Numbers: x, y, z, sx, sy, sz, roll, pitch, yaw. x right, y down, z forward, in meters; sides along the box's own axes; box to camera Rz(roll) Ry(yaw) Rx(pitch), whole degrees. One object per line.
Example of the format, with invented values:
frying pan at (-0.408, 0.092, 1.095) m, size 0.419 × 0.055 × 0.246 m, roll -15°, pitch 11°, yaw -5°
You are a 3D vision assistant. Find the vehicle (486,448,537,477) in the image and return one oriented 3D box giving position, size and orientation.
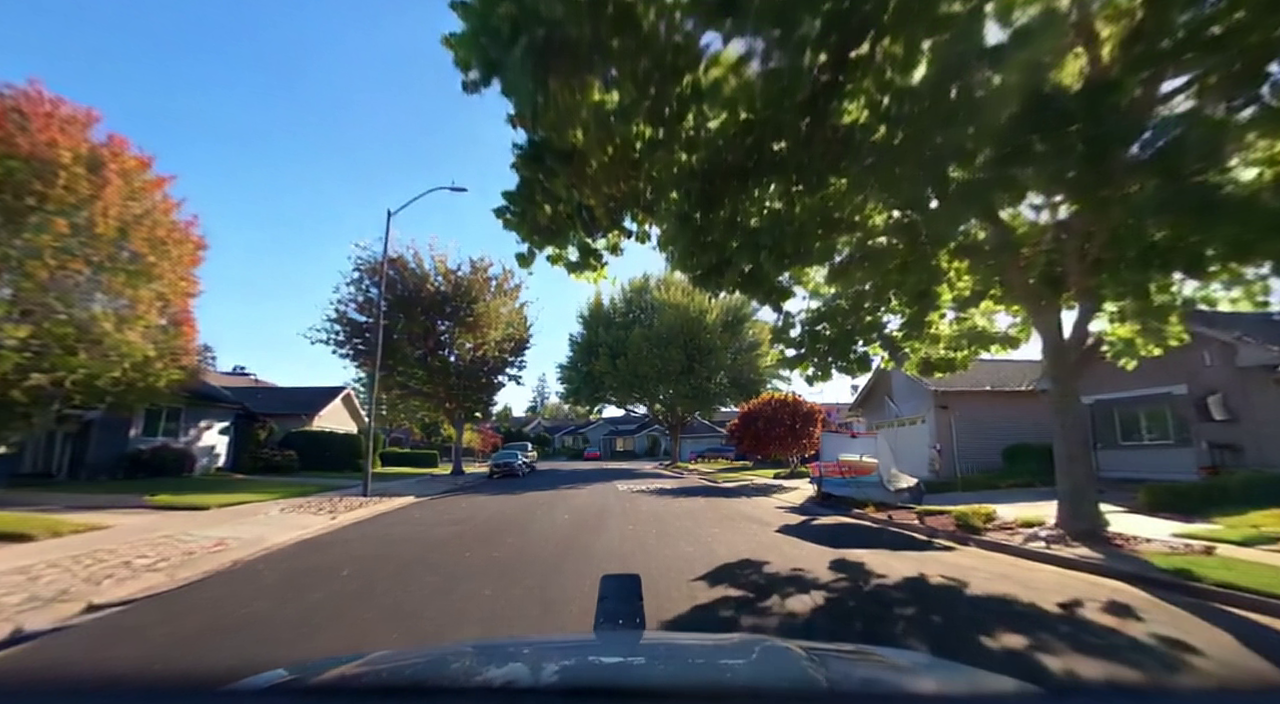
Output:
vehicle at (-6.728, 5.801, 33.262) m, size 2.017 × 1.397 × 4.004 m, roll 1°, pitch -9°, yaw -3°
